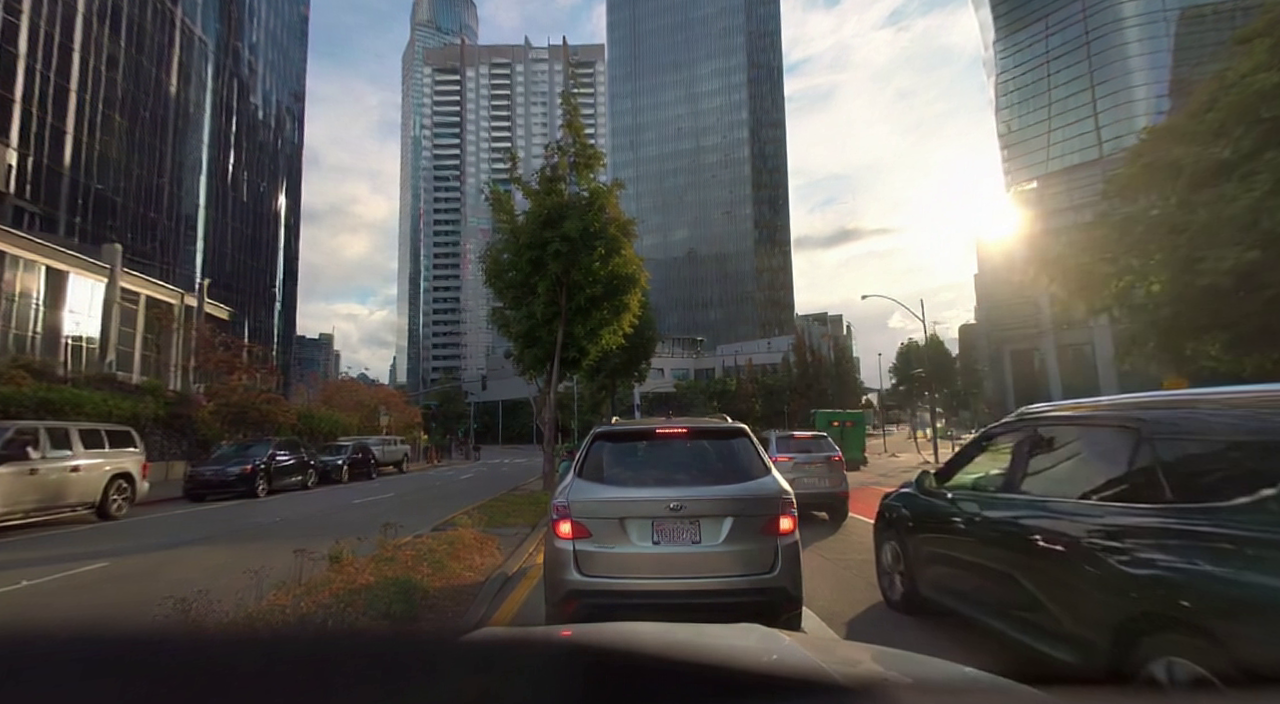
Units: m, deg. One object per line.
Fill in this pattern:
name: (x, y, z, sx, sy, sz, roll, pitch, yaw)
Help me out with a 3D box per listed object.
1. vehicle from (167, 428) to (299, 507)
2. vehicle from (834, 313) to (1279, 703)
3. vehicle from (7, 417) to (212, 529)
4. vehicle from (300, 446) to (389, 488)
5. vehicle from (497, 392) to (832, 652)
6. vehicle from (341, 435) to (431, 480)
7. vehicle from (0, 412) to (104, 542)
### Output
vehicle: (-11.218, 3.169, 17.699, 1.559, 1.973, 3.419, 1, -9, -5)
vehicle: (2.934, 1.004, 3.589, 2.097, 1.697, 5.065, 0, -8, 1)
vehicle: (-10.861, 2.459, 13.288, 1.482, 2.019, 3.297, 0, -9, -4)
vehicle: (-11.576, 4.499, 25.091, 1.791, 1.463, 4.210, 0, -9, -4)
vehicle: (0.208, 1.422, 6.303, 2.192, 1.695, 4.142, 0, -8, 1)
vehicle: (-12.093, 5.062, 30.601, 2.338, 1.963, 5.740, 0, -9, -4)
vehicle: (-10.485, 1.918, 9.727, 1.543, 1.946, 3.454, 1, -9, -6)
